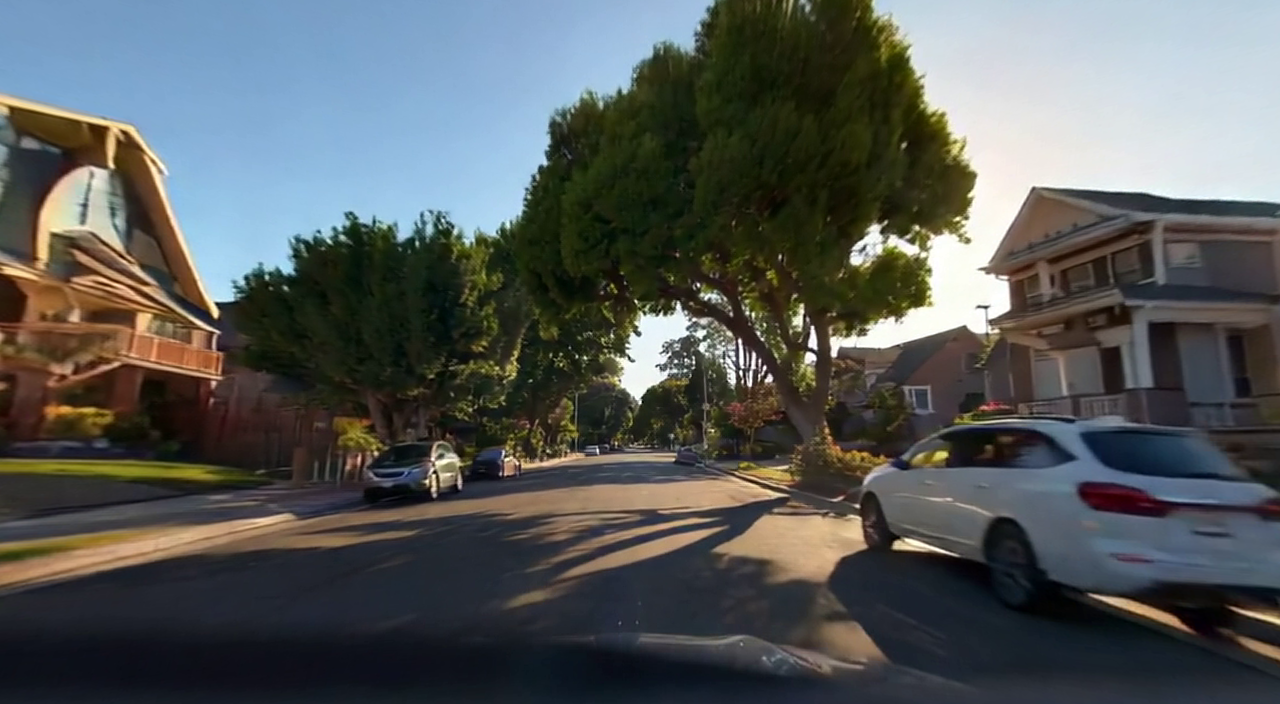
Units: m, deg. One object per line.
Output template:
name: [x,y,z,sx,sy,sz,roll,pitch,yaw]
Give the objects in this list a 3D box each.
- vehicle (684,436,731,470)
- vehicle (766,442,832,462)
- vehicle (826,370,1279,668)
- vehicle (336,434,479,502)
vehicle: [3.761,5.713,35.771,2.136,1.794,4.598,0,-8,0]
vehicle: [11.652,7.301,46.194,4.277,1.410,1.822,1,-8,-6]
vehicle: [4.079,1.469,6.946,2.311,1.859,5.880,0,-8,1]
vehicle: [-6.008,3.119,17.059,2.027,1.544,4.959,0,-10,-1]
